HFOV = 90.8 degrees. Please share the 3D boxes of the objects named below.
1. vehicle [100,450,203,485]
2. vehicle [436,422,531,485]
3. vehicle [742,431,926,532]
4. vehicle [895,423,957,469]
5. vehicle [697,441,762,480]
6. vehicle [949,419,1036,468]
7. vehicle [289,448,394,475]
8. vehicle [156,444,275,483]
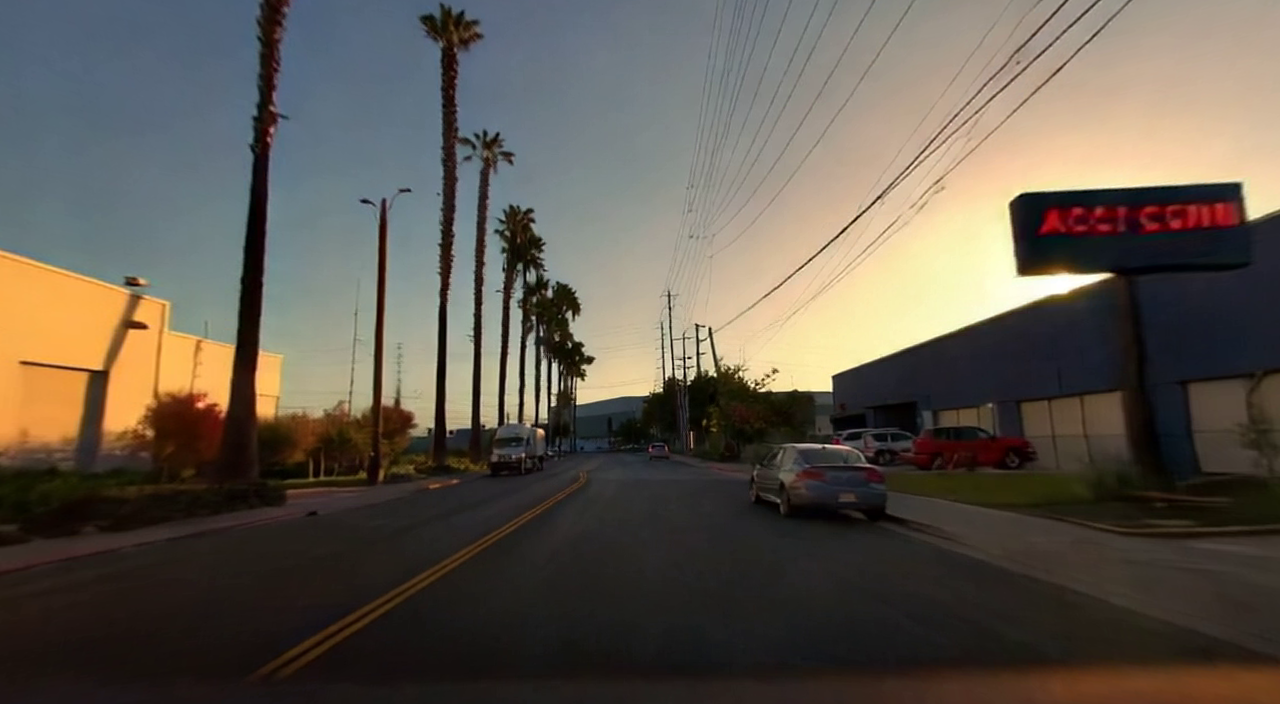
[{"bbox_3d":[-23.280,5.499,30.313,1.836,1.508,3.915,0,-9,-1],"label":"vehicle"},{"bbox_3d":[-7.790,5.167,32.461,2.845,2.738,7.208,-3,-8,2],"label":"vehicle"},{"bbox_3d":[3.548,2.460,12.654,2.111,1.611,4.576,0,-9,-1],"label":"vehicle"},{"bbox_3d":[12.434,4.120,27.707,2.159,1.840,4.404,-4,-9,21],"label":"vehicle"},{"bbox_3d":[3.839,4.777,28.100,2.246,1.533,4.971,0,-9,1],"label":"vehicle"},{"bbox_3d":[15.068,3.968,27.339,2.311,1.876,4.987,-3,-9,19],"label":"vehicle"},{"bbox_3d":[-16.844,6.176,35.769,4.890,1.483,2.055,-1,-9,2],"label":"vehicle"},{"bbox_3d":[-20.631,5.416,31.094,2.152,1.746,5.461,0,-9,-1],"label":"vehicle"}]
